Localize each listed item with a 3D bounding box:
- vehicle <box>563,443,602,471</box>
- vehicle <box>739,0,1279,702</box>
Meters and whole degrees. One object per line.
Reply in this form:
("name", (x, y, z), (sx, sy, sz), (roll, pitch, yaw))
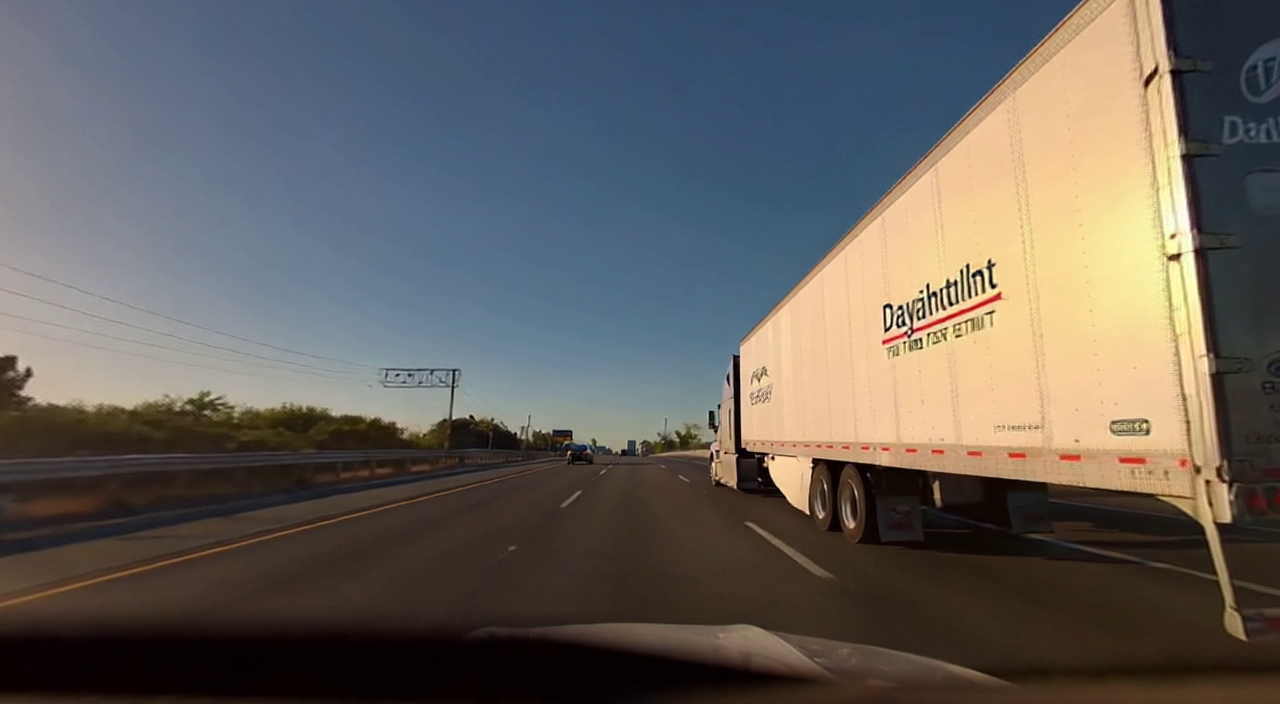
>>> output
("vehicle", (-3.528, 6.531, 39.505), (2.030, 1.657, 3.926), (0, -8, 0))
("vehicle", (3.969, 0.616, 9.709), (2.962, 4.132, 12.720), (0, -8, 1))
